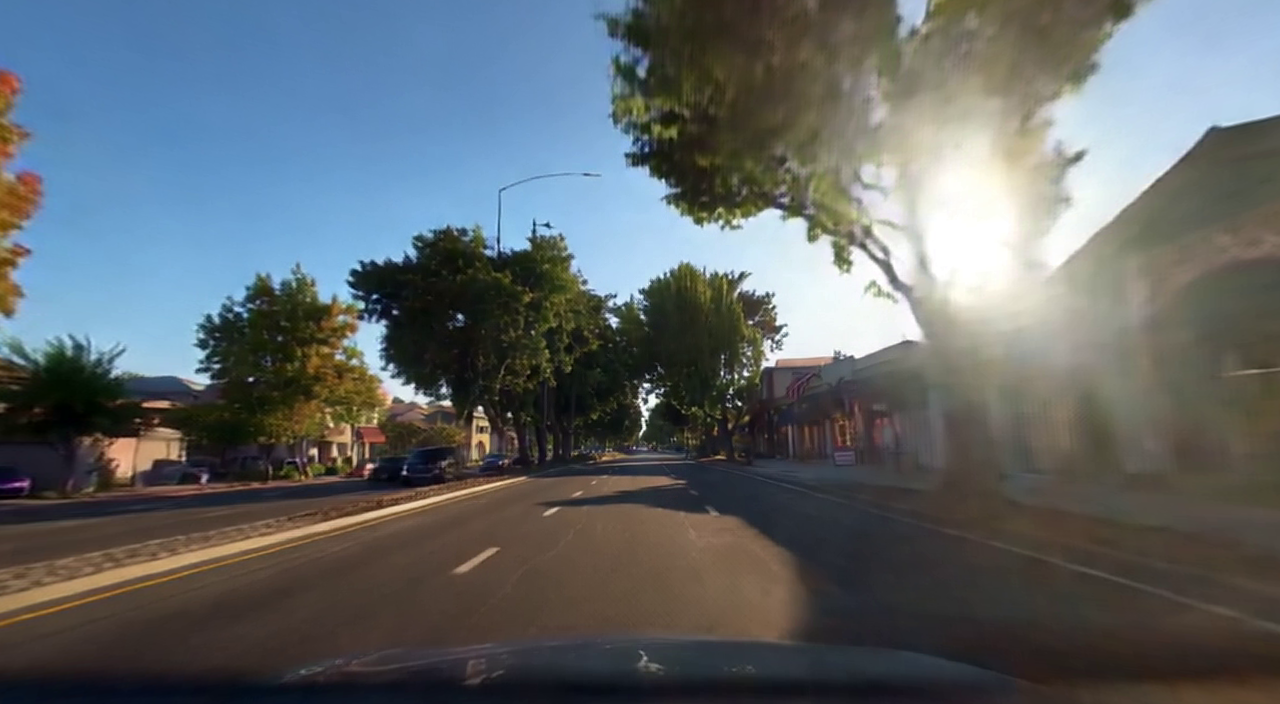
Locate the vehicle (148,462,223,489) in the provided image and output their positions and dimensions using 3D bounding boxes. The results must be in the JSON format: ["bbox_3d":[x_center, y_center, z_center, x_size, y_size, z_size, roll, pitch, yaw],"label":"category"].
[{"bbox_3d":[-30.884,8.363,43.004,1.903,1.517,4.497,-3,-8,-3],"label":"vehicle"}]

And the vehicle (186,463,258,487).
[{"bbox_3d":[-28.486,8.361,43.138,1.865,1.391,4.516,0,-8,0],"label":"vehicle"}]

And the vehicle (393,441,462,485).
[{"bbox_3d":[-9.736,5.090,29.190,2.012,1.756,4.268,-2,-8,-4],"label":"vehicle"}]
